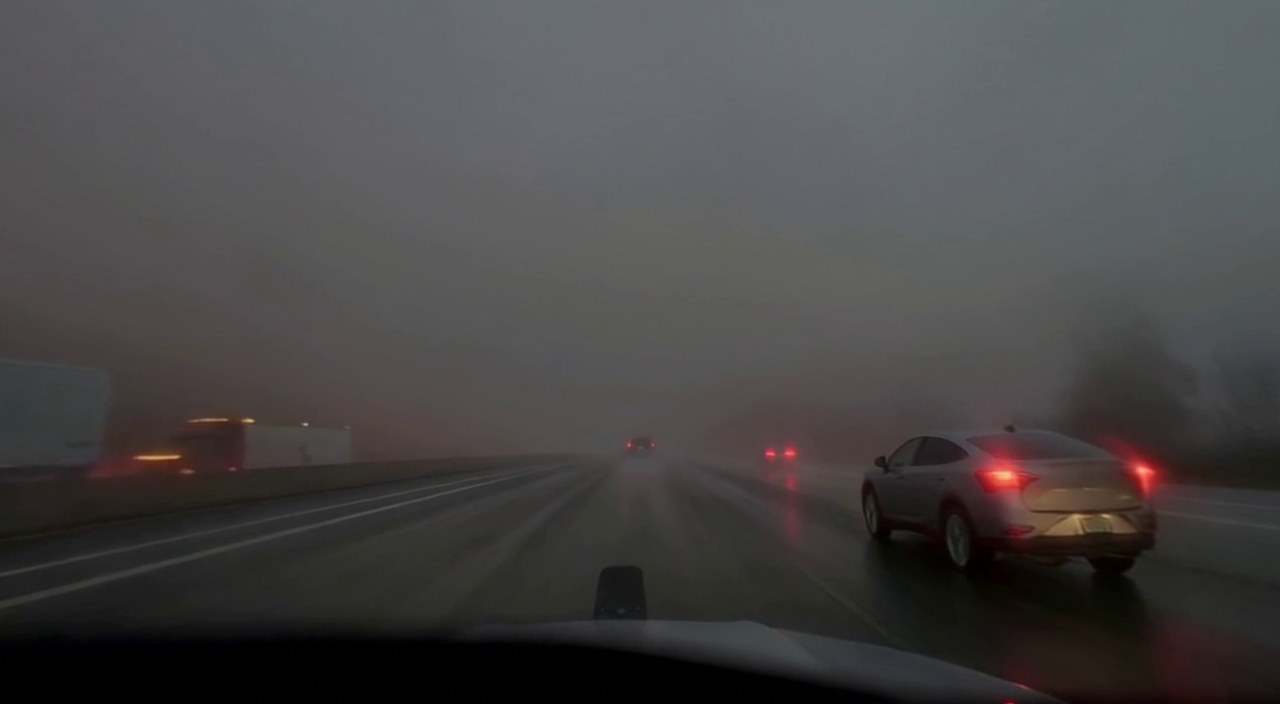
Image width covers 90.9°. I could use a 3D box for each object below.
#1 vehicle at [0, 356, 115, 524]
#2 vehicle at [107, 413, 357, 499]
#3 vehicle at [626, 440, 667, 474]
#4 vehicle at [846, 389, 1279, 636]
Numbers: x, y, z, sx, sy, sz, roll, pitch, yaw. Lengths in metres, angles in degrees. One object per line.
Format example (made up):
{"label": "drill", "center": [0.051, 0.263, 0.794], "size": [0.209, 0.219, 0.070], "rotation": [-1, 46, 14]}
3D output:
{"label": "vehicle", "center": [-15.914, 1.781, 12.915], "size": [3.049, 3.710, 8.153], "rotation": [0, -9, 1]}
{"label": "vehicle", "center": [-15.916, 4.302, 26.396], "size": [2.723, 2.765, 11.554], "rotation": [0, -9, 0]}
{"label": "vehicle", "center": [0.284, 5.575, 33.507], "size": [2.015, 1.639, 4.086], "rotation": [0, -9, -1]}
{"label": "vehicle", "center": [4.064, 1.431, 6.713], "size": [2.008, 1.595, 5.082], "rotation": [-1, -9, 0]}
